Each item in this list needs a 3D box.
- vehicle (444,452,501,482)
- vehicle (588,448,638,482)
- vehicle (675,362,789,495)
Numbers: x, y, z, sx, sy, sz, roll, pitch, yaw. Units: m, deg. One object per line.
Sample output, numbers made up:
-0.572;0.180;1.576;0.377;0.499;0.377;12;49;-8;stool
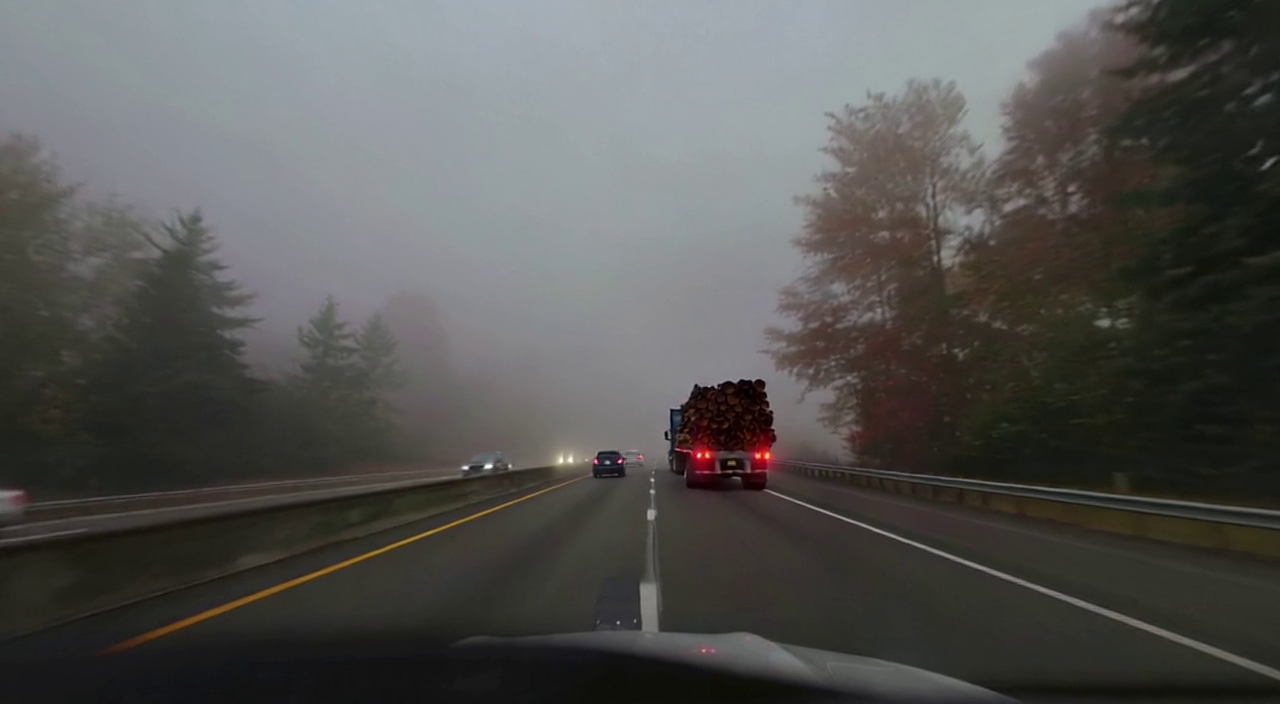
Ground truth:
-9.842;6.781;37.141;1.999;1.621;4.465;-1;-9;2;vehicle
-1.247;5.435;30.336;2.099;1.506;4.097;-1;-9;2;vehicle
2.965;2.914;22.943;3.004;3.923;8.363;-1;-9;1;vehicle
